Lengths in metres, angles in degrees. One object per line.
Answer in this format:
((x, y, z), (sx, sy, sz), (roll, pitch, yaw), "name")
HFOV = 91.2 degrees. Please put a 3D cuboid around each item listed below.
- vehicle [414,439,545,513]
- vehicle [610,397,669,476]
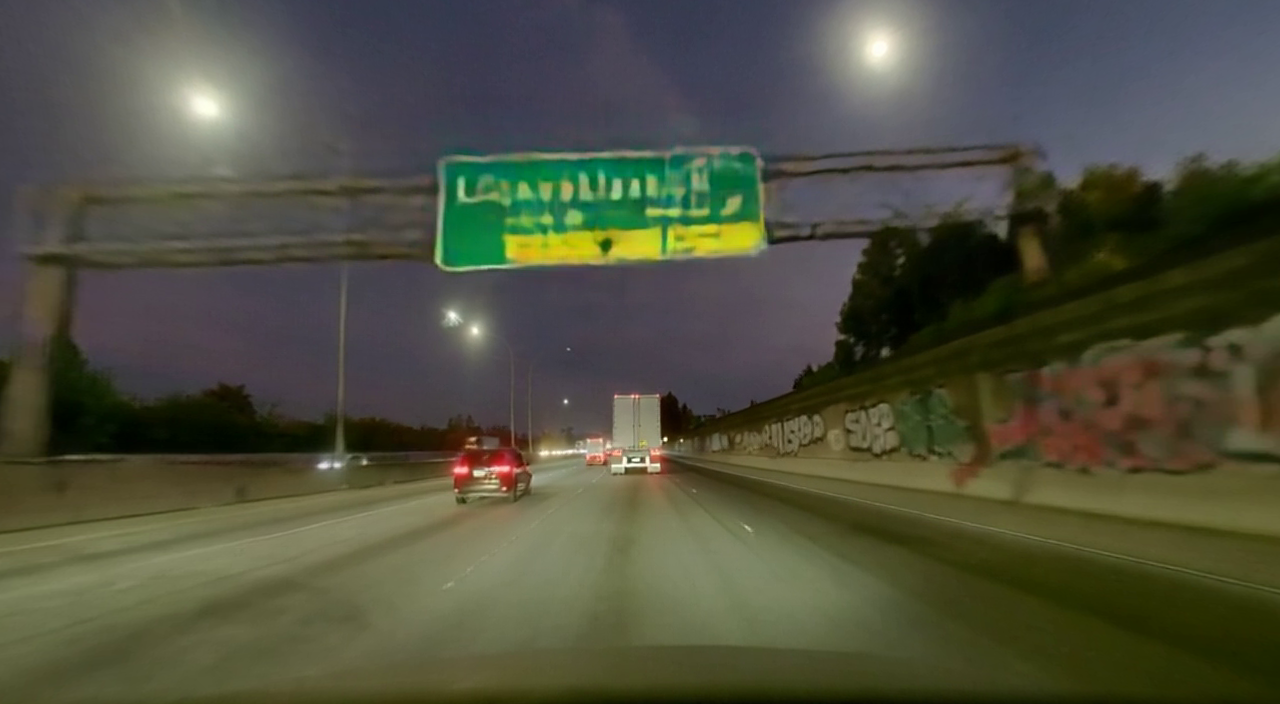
((-3.703, 2.943, 15.328), (2.158, 1.538, 4.047), (0, -9, 0), "vehicle")
((-0.167, 5.167, 37.749), (3.042, 4.023, 10.832), (0, -9, -1), "vehicle")
